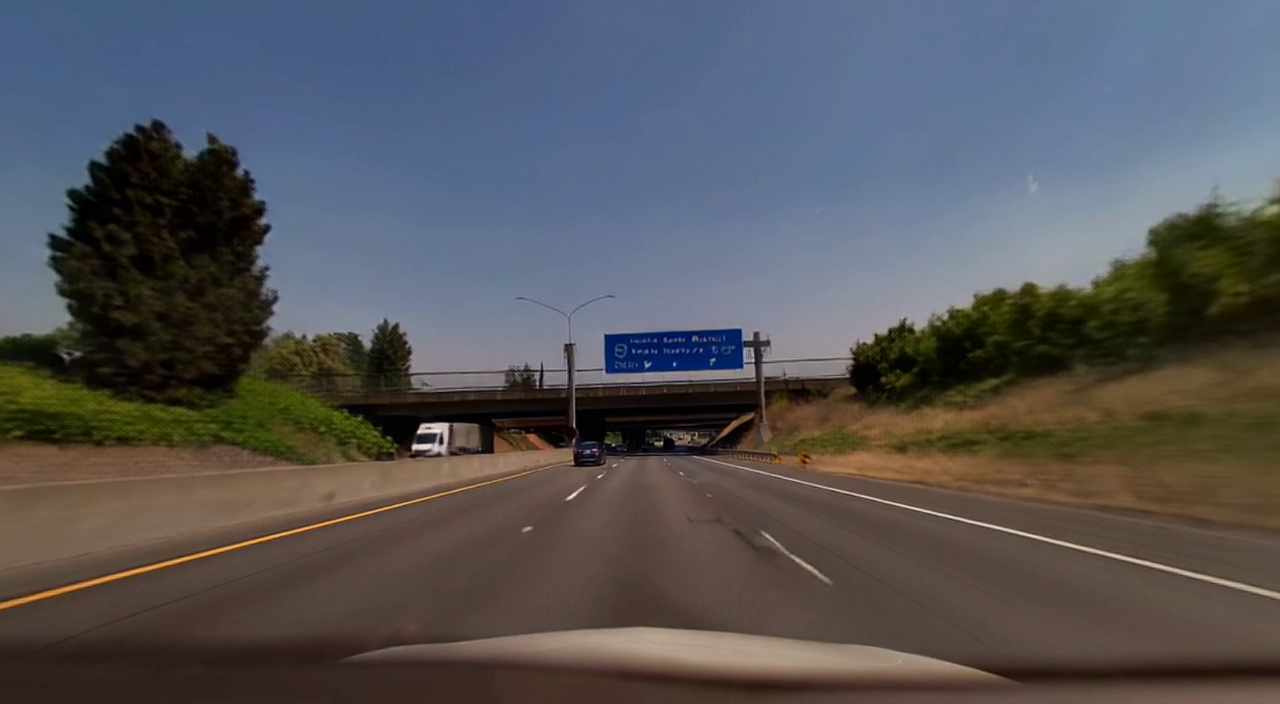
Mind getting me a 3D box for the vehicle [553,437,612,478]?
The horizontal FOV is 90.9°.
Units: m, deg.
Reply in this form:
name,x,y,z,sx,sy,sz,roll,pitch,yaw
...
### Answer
name,x,y,z,sx,sy,sz,roll,pitch,yaw
vehicle,-2.460,4.677,28.119,2.183,1.662,3.968,0,-9,1
